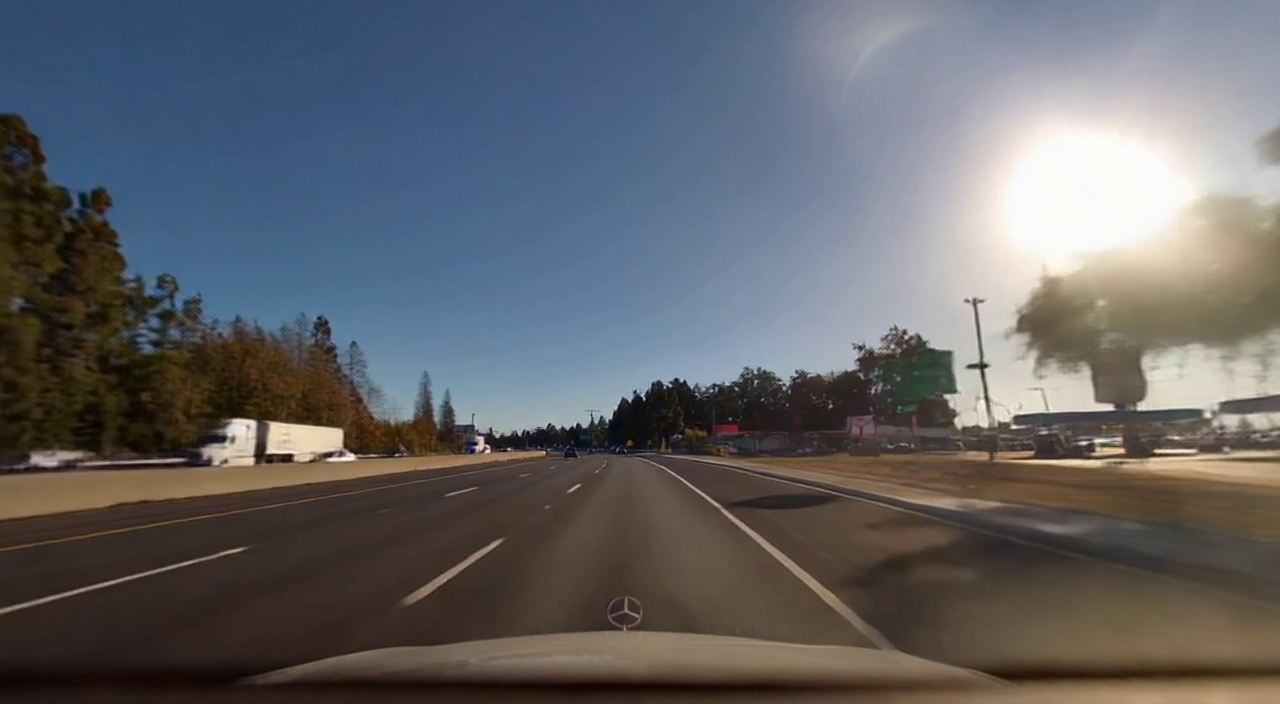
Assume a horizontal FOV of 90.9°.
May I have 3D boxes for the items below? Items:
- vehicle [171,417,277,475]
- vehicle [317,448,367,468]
[{"bbox_3d":[-30.275,6.882,46.343,3.007,3.915,7.091,0,-8,-2],"label":"vehicle"},{"bbox_3d":[-23.523,8.339,49.928,2.024,1.476,4.199,0,-8,-2],"label":"vehicle"}]
